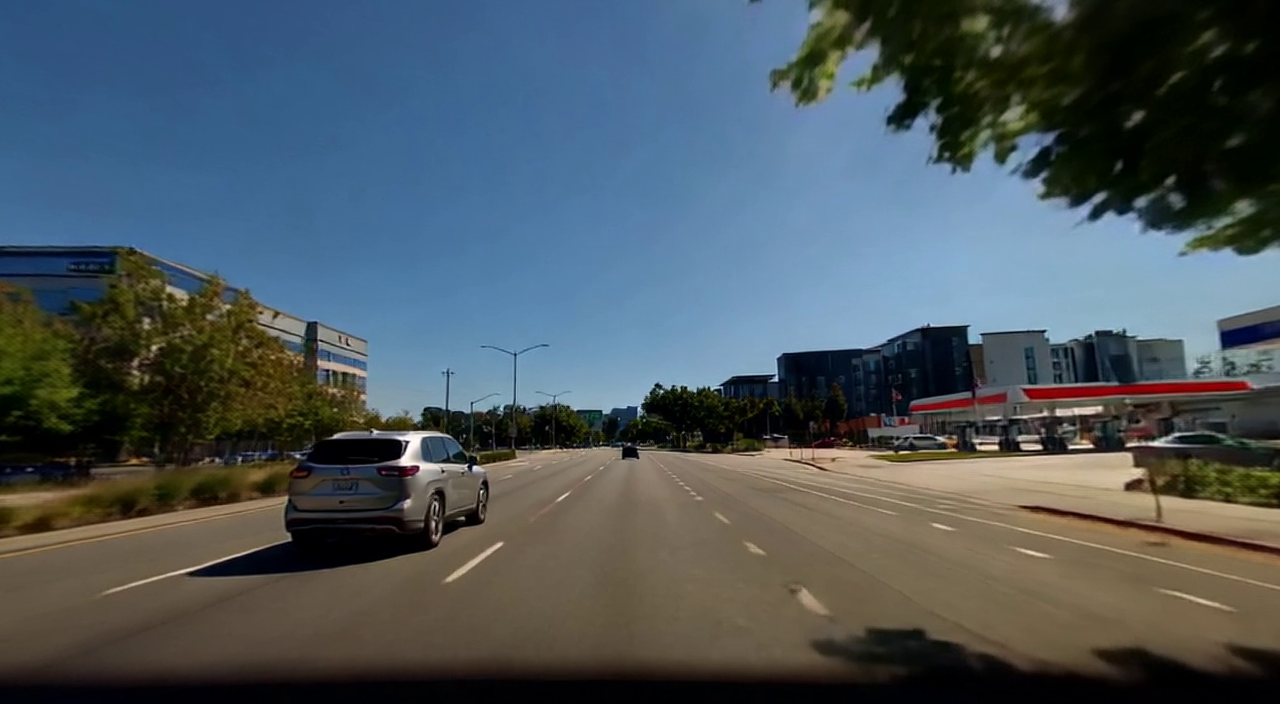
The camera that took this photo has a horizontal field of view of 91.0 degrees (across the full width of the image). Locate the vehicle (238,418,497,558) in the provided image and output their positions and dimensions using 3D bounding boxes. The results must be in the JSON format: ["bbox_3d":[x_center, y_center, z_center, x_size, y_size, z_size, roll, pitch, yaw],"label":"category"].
[{"bbox_3d":[-3.799,1.975,9.942,2.039,1.656,4.710,0,-8,-1],"label":"vehicle"}]

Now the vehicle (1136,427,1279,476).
[{"bbox_3d":[18.665,3.136,19.856,4.398,1.457,1.806,-1,-8,2],"label":"vehicle"}]

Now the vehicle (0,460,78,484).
[{"bbox_3d":[-39.220,7.741,40.855,1.622,1.345,4.259,-1,-8,-1],"label":"vehicle"}]
